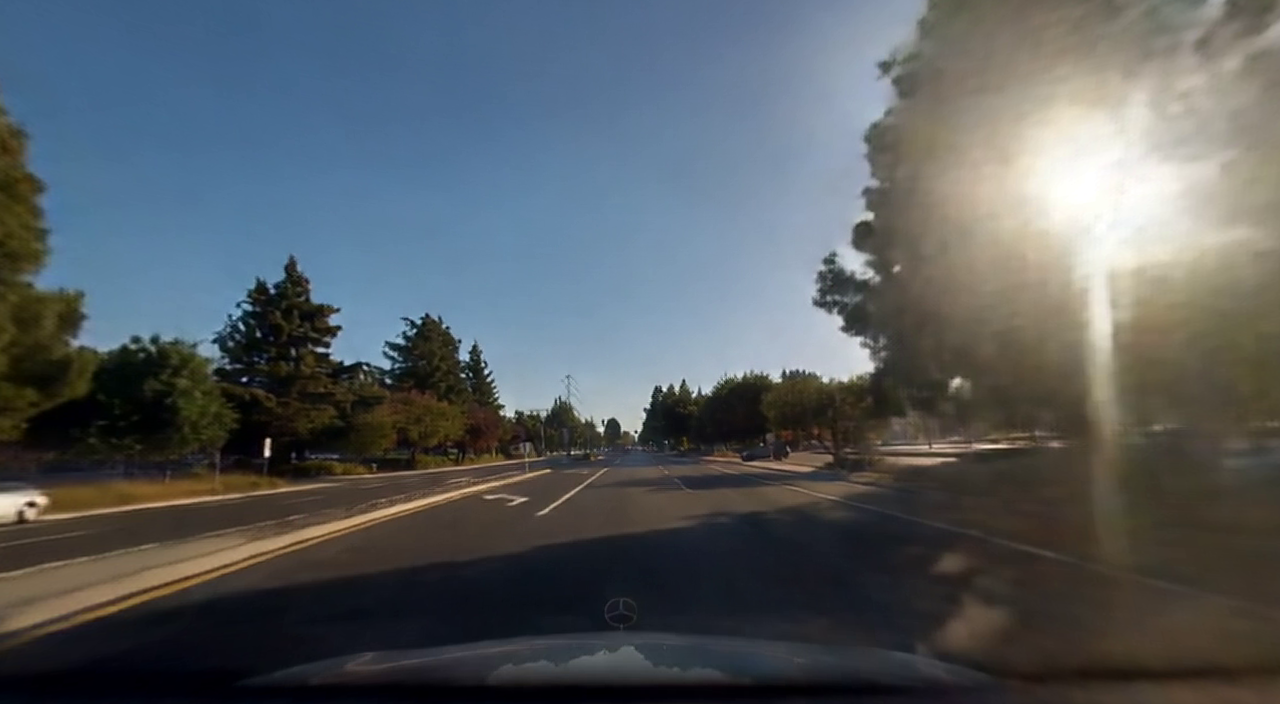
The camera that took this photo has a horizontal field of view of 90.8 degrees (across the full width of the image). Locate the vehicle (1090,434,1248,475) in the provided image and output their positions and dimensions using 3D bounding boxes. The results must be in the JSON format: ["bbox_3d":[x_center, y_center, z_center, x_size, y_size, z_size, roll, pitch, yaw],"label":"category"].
[{"bbox_3d":[20.392,3.970,24.495,4.402,1.476,1.860,0,-9,-1],"label":"vehicle"}]
